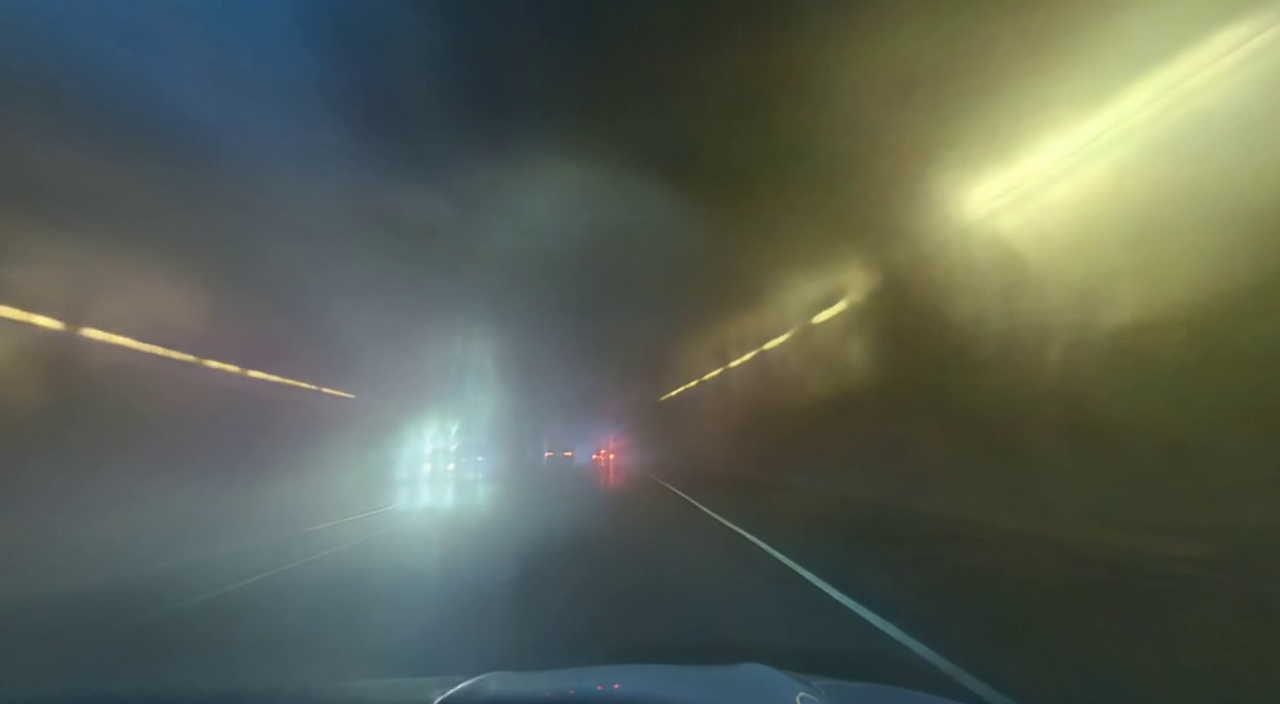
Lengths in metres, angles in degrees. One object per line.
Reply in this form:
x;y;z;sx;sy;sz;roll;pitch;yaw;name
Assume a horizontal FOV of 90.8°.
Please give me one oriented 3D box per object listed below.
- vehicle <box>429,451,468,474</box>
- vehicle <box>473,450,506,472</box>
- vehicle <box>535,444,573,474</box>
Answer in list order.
-14.163;8.173;46.936;1.788;1.622;4.284;0;-9;-4;vehicle
-10.899;7.899;45.902;1.691;1.439;4.136;0;-9;-4;vehicle
-5.194;6.499;38.661;1.961;1.725;4.315;0;-9;-4;vehicle
